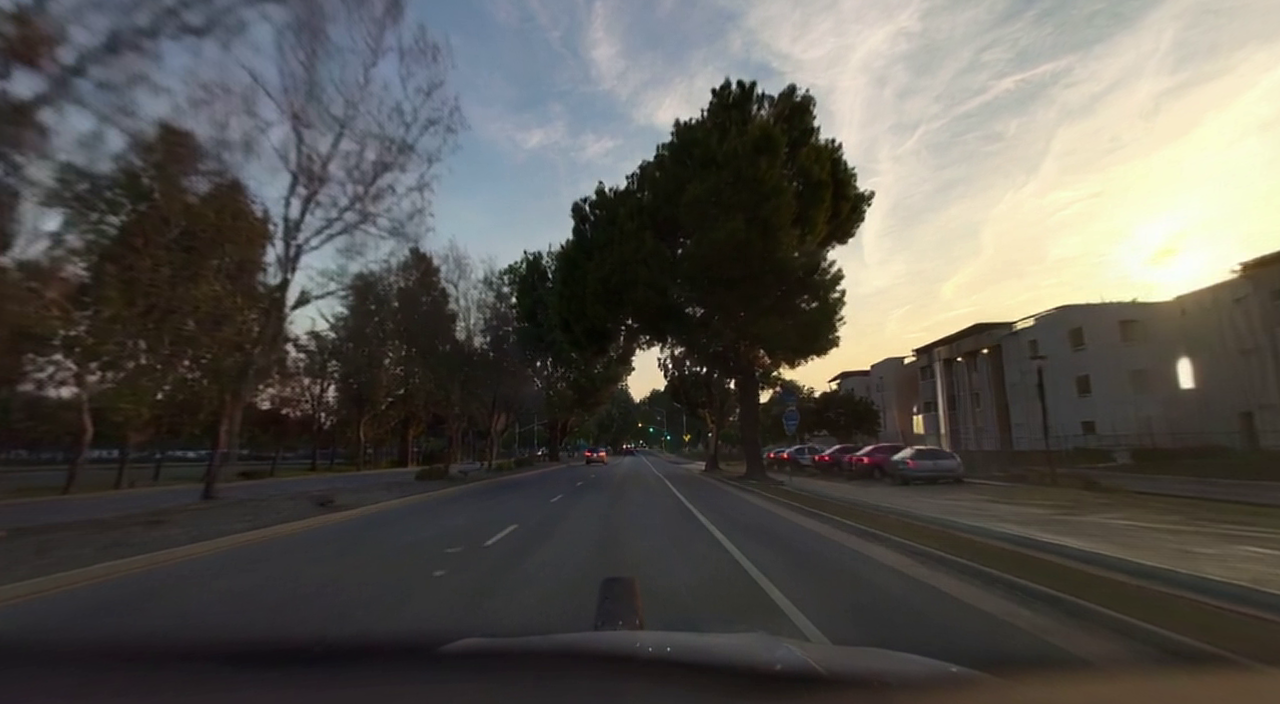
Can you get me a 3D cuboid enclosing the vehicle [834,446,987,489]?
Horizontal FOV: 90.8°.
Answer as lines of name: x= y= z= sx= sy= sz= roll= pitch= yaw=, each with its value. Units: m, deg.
vehicle: x=9.562 y=4.088 z=22.587 sx=4.466 sy=1.440 sz=2.091 roll=1 pitch=-9 yaw=-5
